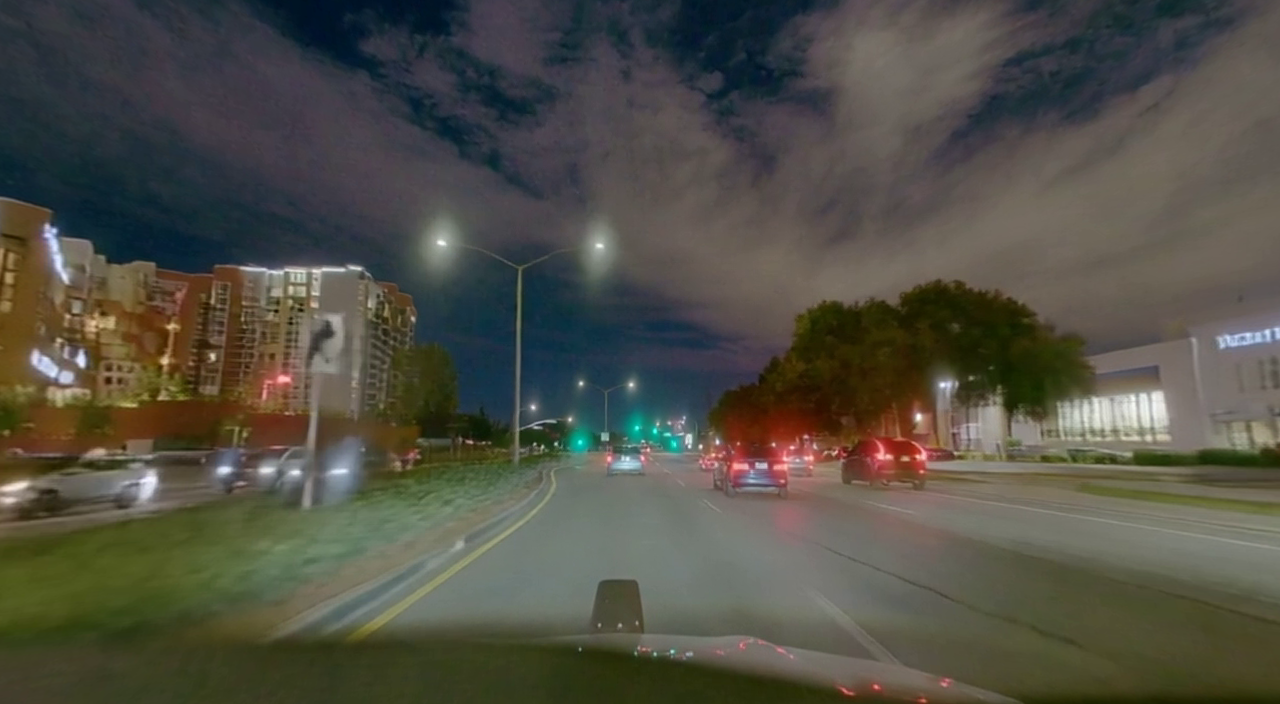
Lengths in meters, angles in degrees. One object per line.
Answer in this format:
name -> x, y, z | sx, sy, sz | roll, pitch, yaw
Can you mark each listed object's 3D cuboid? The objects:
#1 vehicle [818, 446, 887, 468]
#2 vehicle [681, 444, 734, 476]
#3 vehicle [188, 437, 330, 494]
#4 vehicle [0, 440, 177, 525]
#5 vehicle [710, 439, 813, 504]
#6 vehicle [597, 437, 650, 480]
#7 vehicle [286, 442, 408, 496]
vehicle -> 16.463, 8.101, 48.993 | 4.517, 1.491, 2.056 | -1, -9, -7
vehicle -> 3.306, 5.374, 31.730 | 2.098, 1.456, 4.372 | 0, -9, -1
vehicle -> -12.624, 3.754, 21.363 | 2.002, 1.686, 4.477 | -1, -8, 0
vehicle -> -12.296, 2.595, 13.070 | 2.048, 1.470, 4.514 | -1, -8, -1
vehicle -> 3.033, 3.066, 16.569 | 1.852, 1.498, 3.825 | 0, -9, -1
vehicle -> -0.669, 4.512, 26.918 | 2.101, 1.694, 3.979 | 0, -9, 0
vehicle -> -8.963, 3.595, 19.781 | 1.849, 1.506, 4.060 | 0, -9, 0
